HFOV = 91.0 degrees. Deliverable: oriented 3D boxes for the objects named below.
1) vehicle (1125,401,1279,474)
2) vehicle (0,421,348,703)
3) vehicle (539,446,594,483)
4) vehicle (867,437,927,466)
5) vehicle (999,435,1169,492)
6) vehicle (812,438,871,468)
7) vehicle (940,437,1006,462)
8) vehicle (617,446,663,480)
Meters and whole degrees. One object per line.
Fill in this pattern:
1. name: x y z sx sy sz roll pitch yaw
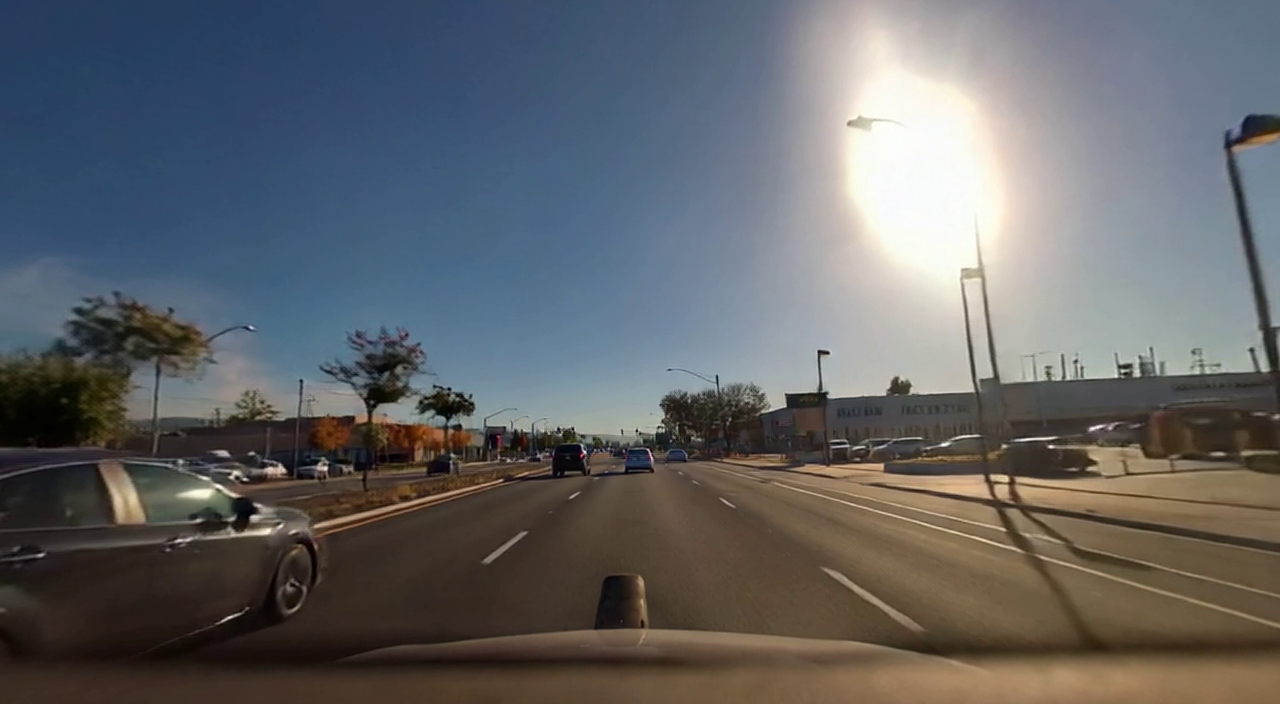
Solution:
1. vehicle: 20.039 2.856 20.951 5.511 2.262 2.351 -2 -9 15
2. vehicle: -3.582 1.144 3.275 2.003 1.488 4.282 0 -9 1
3. vehicle: -3.263 5.063 28.646 1.939 1.496 4.309 0 -9 1
4. vehicle: 16.289 6.359 40.190 1.930 1.713 4.756 0 -9 2
5. vehicle: 13.357 3.385 19.411 1.914 1.523 4.747 0 -9 3
6. vehicle: 13.065 6.585 41.211 2.072 1.769 5.000 0 -9 -2
7. vehicle: 21.537 6.363 40.934 1.807 1.519 4.550 0 -9 1
8. vehicle: -0.022 5.144 29.403 2.019 1.459 4.005 0 -9 0
